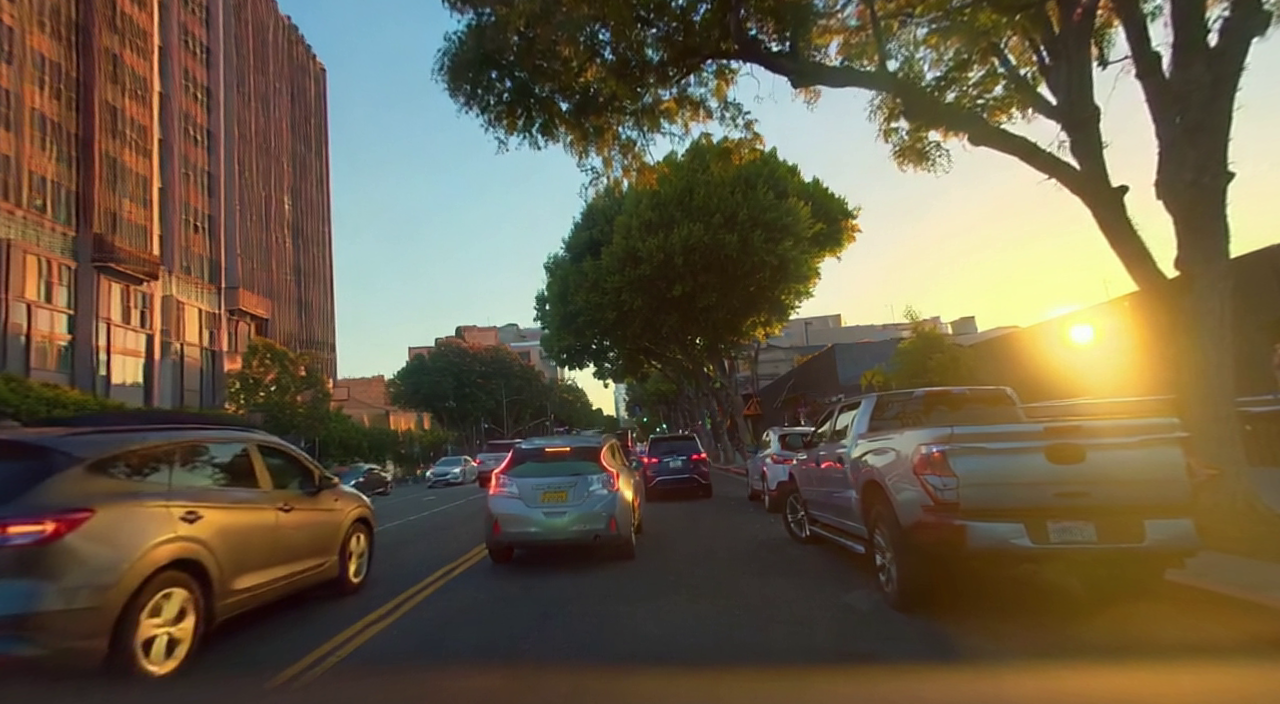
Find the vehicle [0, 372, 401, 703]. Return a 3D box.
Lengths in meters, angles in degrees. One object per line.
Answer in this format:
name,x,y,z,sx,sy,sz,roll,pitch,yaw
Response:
vehicle,-3.833,1.338,5.057,2.000,1.818,4.668,0,-8,0

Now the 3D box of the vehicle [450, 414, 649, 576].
vehicle,-0.932,1.791,8.668,2.076,1.667,3.948,-1,-8,1

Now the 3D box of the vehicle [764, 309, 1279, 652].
vehicle,2.994,1.132,6.517,2.225,2.070,5.264,0,-8,-1

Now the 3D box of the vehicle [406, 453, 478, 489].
vehicle,-9.416,5.688,30.516,1.976,1.475,4.684,-1,-8,0

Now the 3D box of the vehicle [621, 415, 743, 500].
vehicle,1.329,2.830,17.278,2.352,1.953,4.798,-3,-9,16
